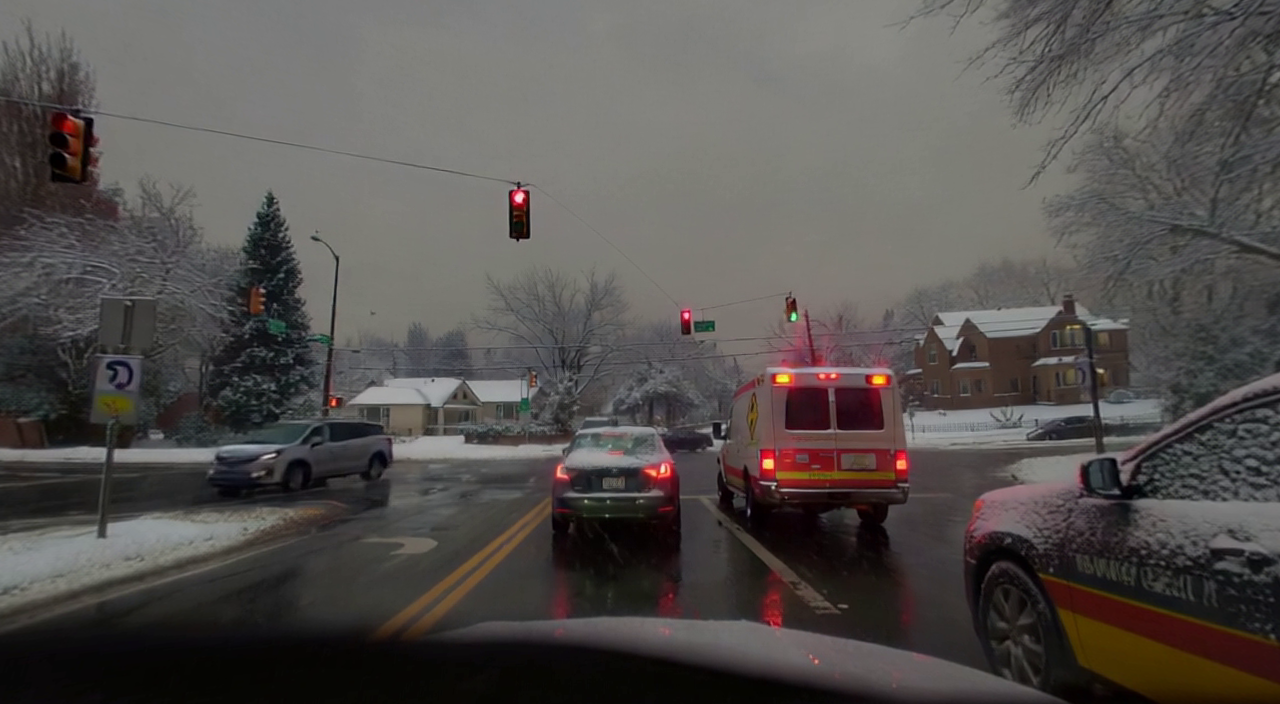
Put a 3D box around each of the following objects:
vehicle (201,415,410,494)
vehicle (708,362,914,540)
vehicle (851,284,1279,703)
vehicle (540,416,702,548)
[{"bbox_3d":[-9.745,3.067,19.247,2.349,1.988,5.813,-2,-8,11],"label":"vehicle"},{"bbox_3d":[2.883,1.884,12.376,2.406,2.687,5.521,0,-8,0],"label":"vehicle"},{"bbox_3d":[2.848,0.892,2.837,2.194,1.820,4.652,0,-8,0],"label":"vehicle"},{"bbox_3d":[-0.282,1.971,10.183,2.114,1.707,3.725,0,-8,-1],"label":"vehicle"}]
